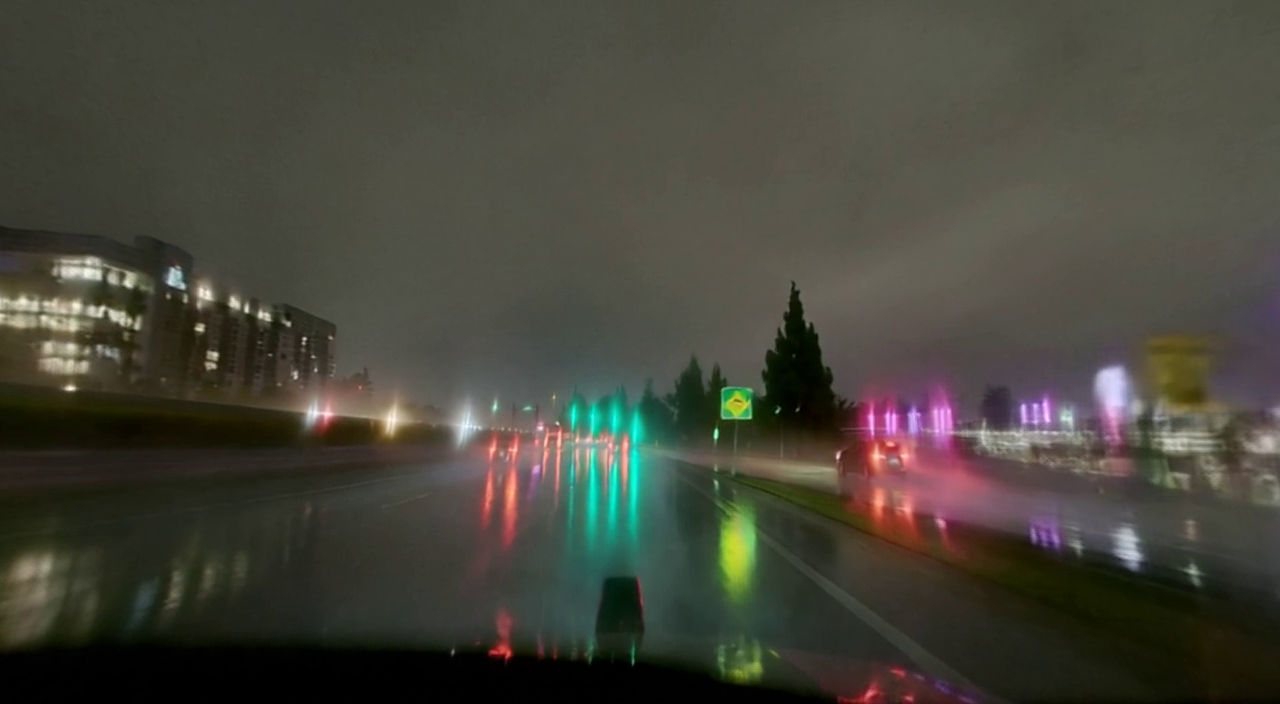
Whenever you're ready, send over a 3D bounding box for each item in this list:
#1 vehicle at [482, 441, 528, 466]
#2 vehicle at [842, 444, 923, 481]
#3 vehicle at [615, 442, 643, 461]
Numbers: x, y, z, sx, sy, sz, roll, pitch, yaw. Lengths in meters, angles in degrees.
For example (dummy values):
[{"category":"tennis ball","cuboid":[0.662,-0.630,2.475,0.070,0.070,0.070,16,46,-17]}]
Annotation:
[{"category":"vehicle","cuboid":[-8.372,6.355,39.597,2.009,1.454,4.250,0,-9,-1]},{"category":"vehicle","cuboid":[12.553,5.702,33.022,2.023,1.782,4.193,1,-9,-9]},{"category":"vehicle","cuboid":[-0.867,7.655,48.770,2.038,1.414,4.357,0,-9,-2]}]
